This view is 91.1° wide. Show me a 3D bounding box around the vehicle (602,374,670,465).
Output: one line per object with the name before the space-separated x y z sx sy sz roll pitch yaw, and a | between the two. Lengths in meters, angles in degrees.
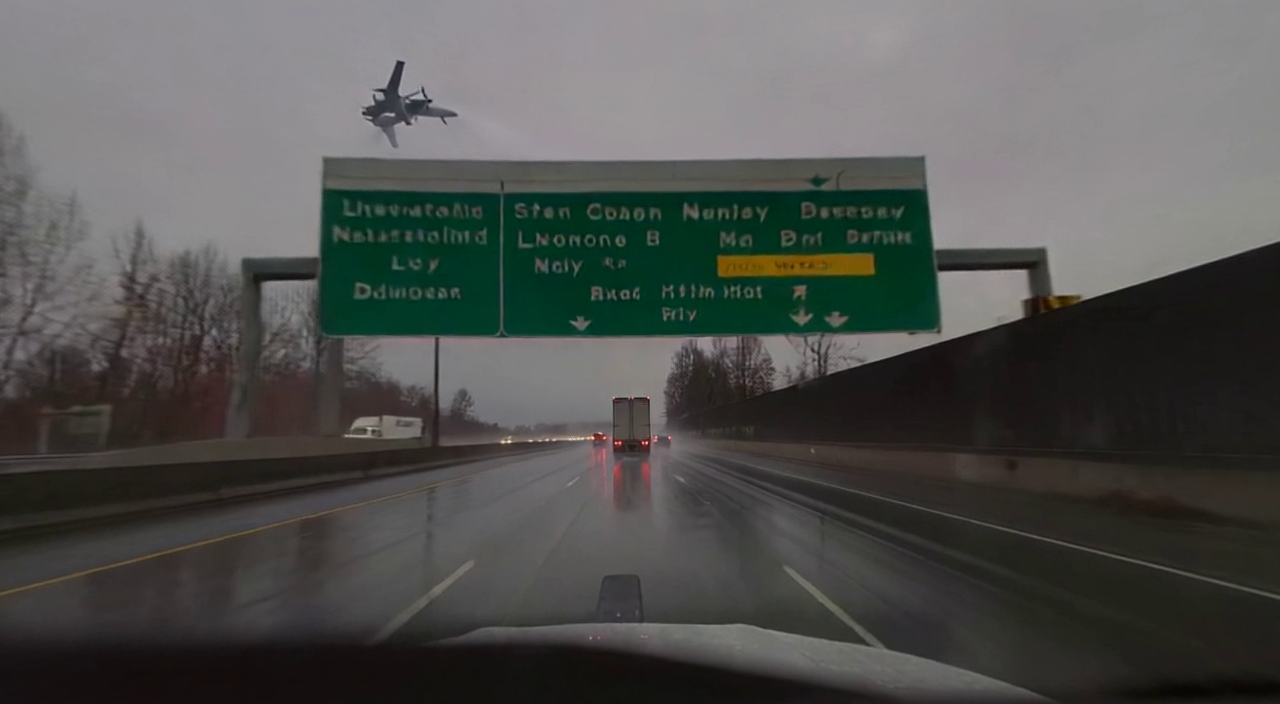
vehicle | -0.301 4.056 35.923 2.965 3.972 16.689 0 -8 -1

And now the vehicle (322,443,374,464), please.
vehicle | -22.477 7.797 48.525 1.893 1.500 4.445 0 -8 0
